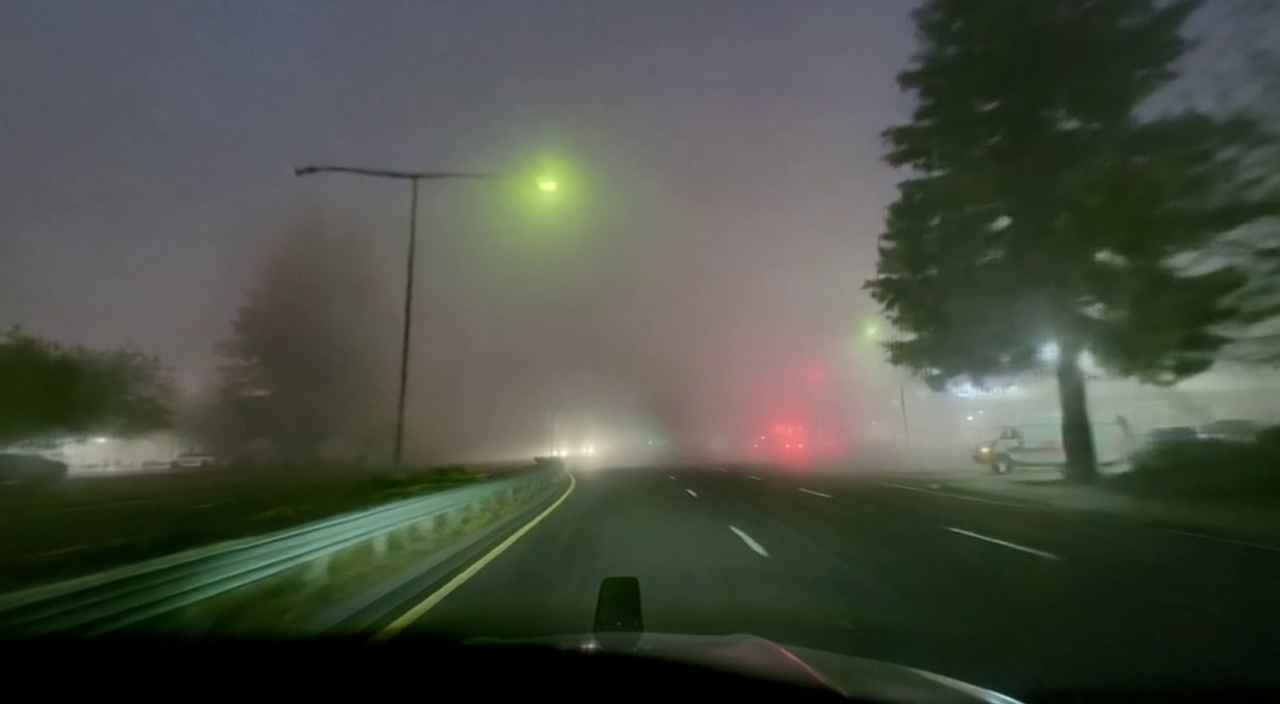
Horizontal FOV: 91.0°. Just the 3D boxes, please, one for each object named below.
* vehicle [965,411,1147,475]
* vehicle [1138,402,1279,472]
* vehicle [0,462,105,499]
[{"bbox_3d":[22.053,4.838,33.689,7.634,3.061,2.777,-1,-8,0],"label":"vehicle"},{"bbox_3d":[33.531,4.665,34.338,10.143,3.636,2.880,0,-9,-2],"label":"vehicle"},{"bbox_3d":[-29.620,6.233,30.630,4.739,1.638,2.515,0,-9,-1],"label":"vehicle"}]
